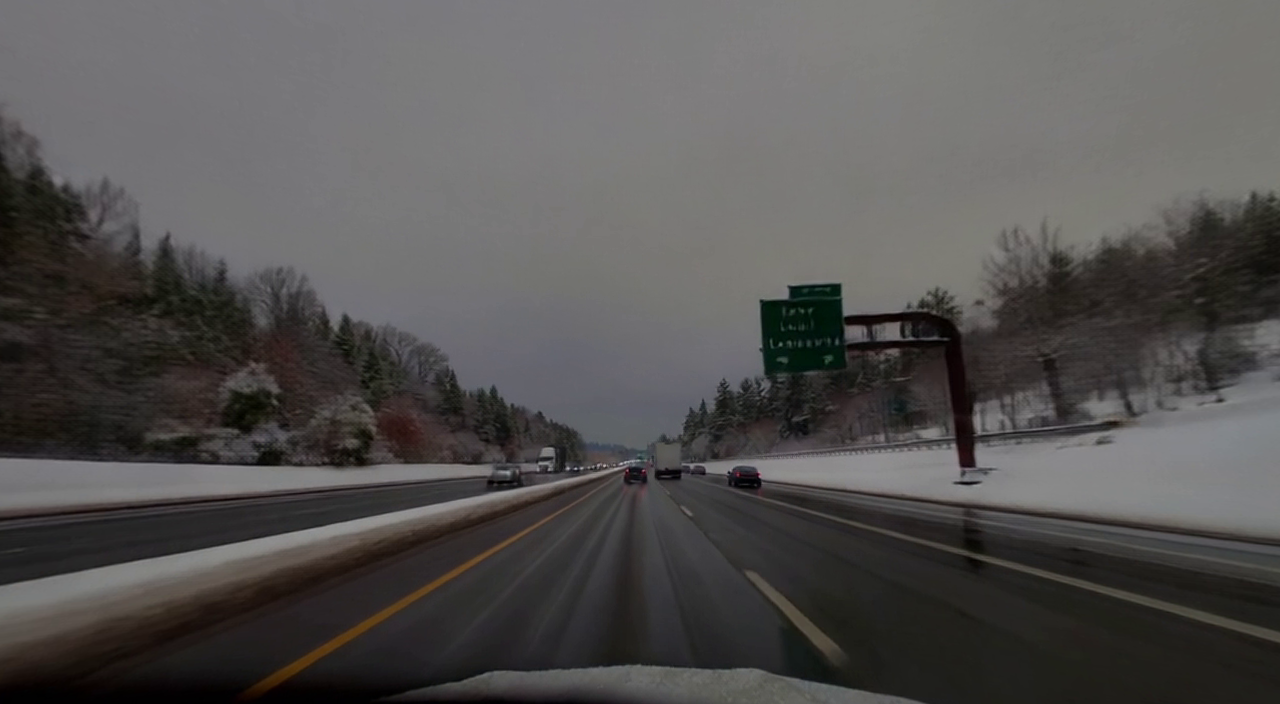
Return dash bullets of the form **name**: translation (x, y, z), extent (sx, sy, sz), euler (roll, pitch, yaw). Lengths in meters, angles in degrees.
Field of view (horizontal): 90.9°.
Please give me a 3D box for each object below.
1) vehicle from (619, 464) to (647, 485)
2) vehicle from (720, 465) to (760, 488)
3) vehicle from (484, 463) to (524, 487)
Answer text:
- **vehicle**: translation (-0.546, 9.172, 47.134), extent (2.025, 1.452, 3.927), euler (1, -10, -1)
- **vehicle**: translation (7.046, 8.800, 44.710), extent (1.977, 1.494, 4.311), euler (1, -10, -2)
- **vehicle**: translation (-9.529, 8.659, 44.432), extent (1.910, 1.532, 4.251), euler (1, -10, 0)
